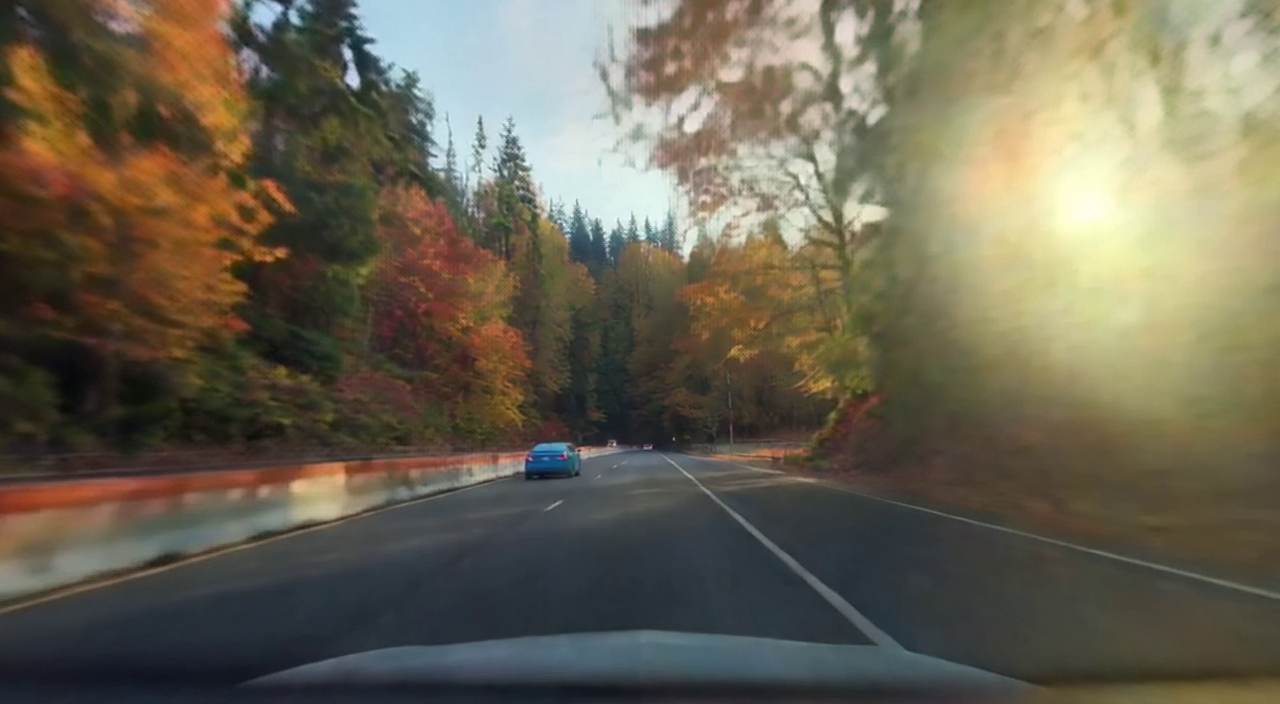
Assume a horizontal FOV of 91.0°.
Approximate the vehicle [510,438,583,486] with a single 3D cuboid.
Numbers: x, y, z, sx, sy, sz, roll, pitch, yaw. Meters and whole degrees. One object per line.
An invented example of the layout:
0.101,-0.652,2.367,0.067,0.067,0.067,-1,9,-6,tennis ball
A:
-3.172,3.825,22.201,1.902,1.505,4.016,0,-8,1,vehicle
